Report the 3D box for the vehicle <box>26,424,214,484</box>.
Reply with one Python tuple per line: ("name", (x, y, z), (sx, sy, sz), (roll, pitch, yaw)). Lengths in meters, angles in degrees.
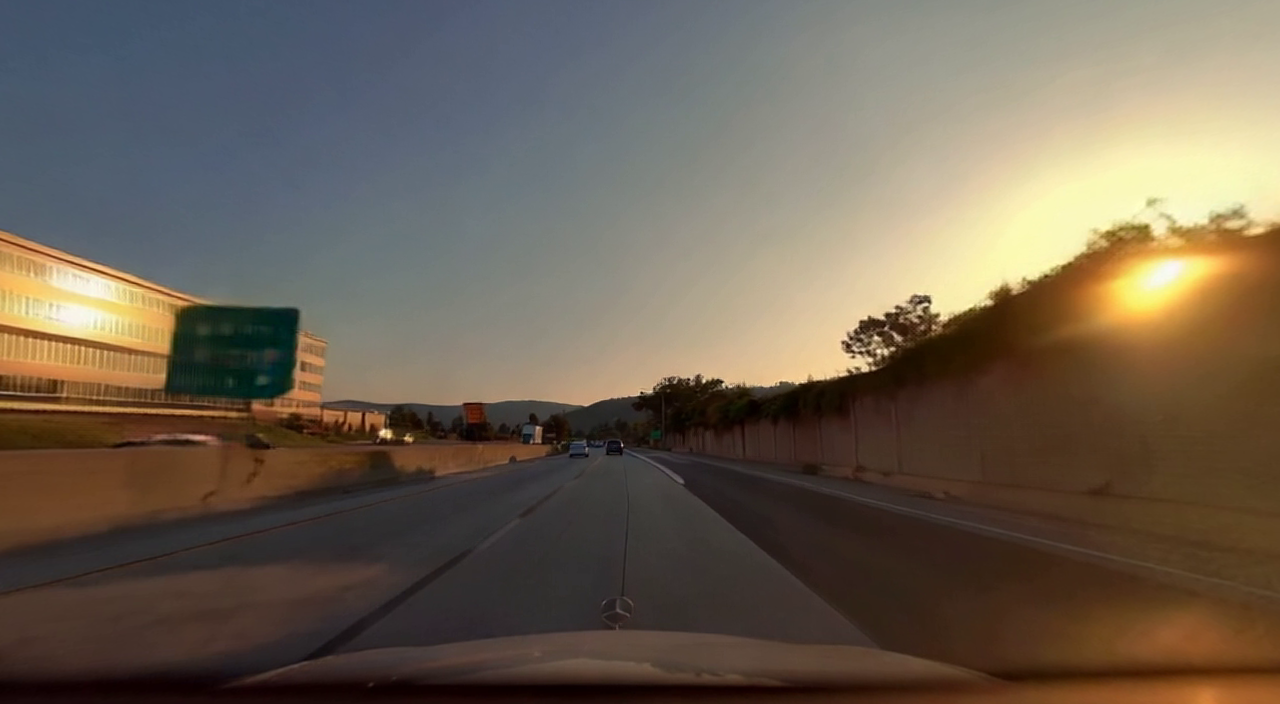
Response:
("vehicle", (-15.090, 2.974, 18.664), (1.882, 1.538, 4.369), (0, -8, -1))
